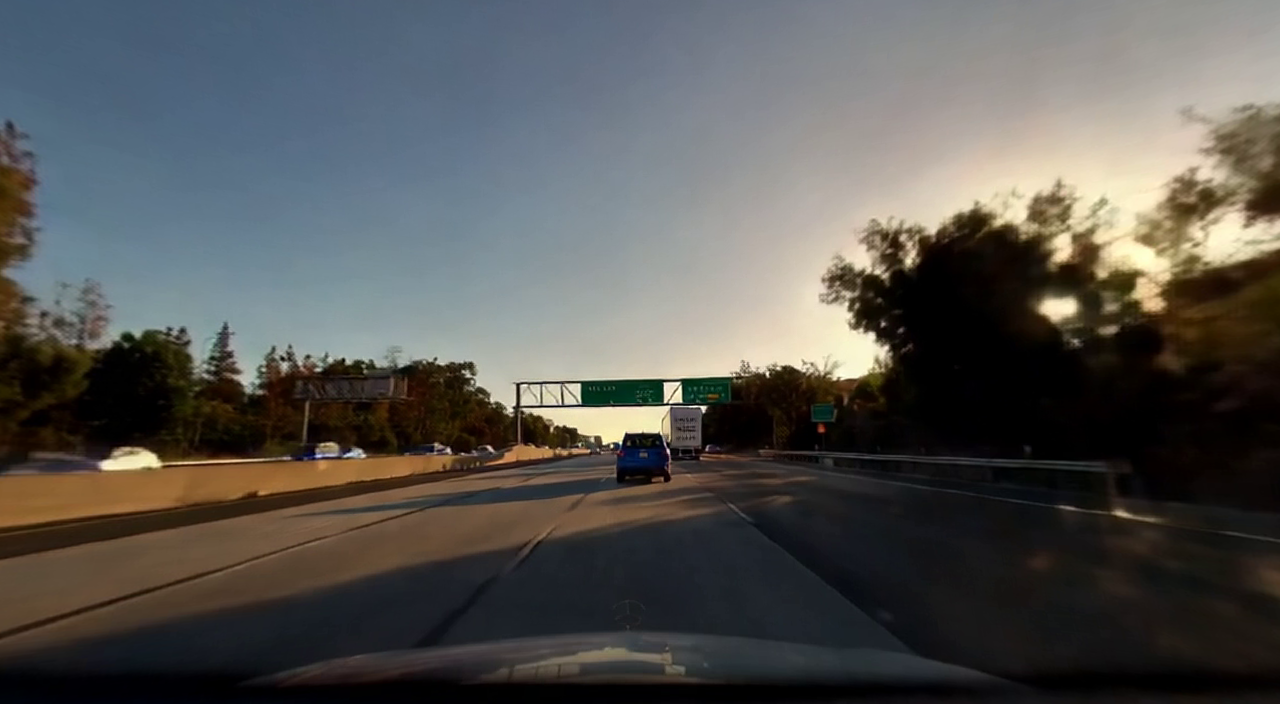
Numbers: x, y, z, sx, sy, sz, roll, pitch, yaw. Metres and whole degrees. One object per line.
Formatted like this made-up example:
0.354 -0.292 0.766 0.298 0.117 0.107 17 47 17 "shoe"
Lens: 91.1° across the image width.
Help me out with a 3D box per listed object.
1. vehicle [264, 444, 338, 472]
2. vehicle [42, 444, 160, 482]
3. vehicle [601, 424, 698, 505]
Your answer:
-22.229 6.942 41.398 2.071 1.723 4.786 -1 -8 2 "vehicle"
-28.766 5.904 33.745 2.069 1.884 4.746 0 -8 0 "vehicle"
0.237 2.688 15.415 2.054 1.706 4.201 0 -8 1 "vehicle"
